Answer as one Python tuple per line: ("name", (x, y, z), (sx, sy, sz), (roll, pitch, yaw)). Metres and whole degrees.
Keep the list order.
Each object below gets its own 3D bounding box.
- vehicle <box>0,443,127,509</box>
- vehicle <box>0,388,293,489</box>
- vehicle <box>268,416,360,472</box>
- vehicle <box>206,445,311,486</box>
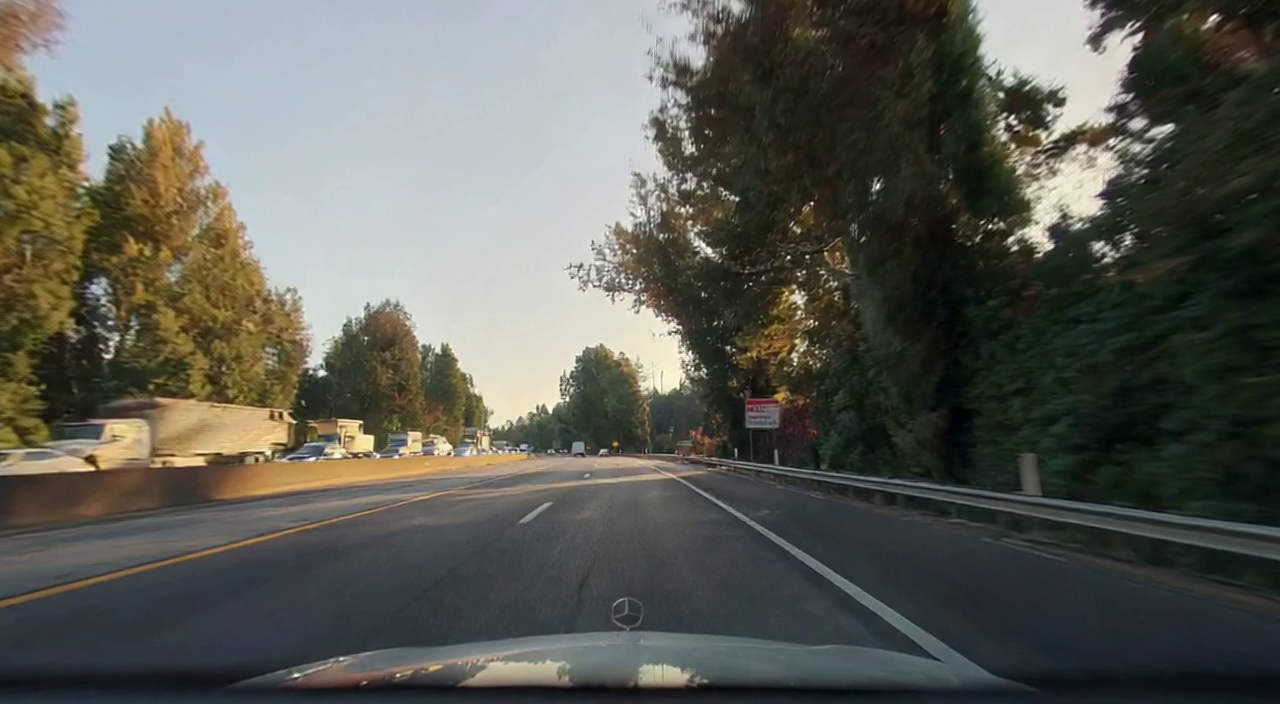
("vehicle", (-16.293, 3.208, 16.606), (1.897, 1.542, 4.336), (0, -9, -1))
("vehicle", (-20.797, 3.980, 28.311), (2.982, 3.454, 13.488), (0, -9, -1))
("vehicle", (-21.529, 6.028, 42.032), (2.624, 3.302, 6.257), (3, -7, -1))
("vehicle", (-16.347, 4.860, 27.308), (1.933, 1.572, 4.367), (-1, -9, -2))
